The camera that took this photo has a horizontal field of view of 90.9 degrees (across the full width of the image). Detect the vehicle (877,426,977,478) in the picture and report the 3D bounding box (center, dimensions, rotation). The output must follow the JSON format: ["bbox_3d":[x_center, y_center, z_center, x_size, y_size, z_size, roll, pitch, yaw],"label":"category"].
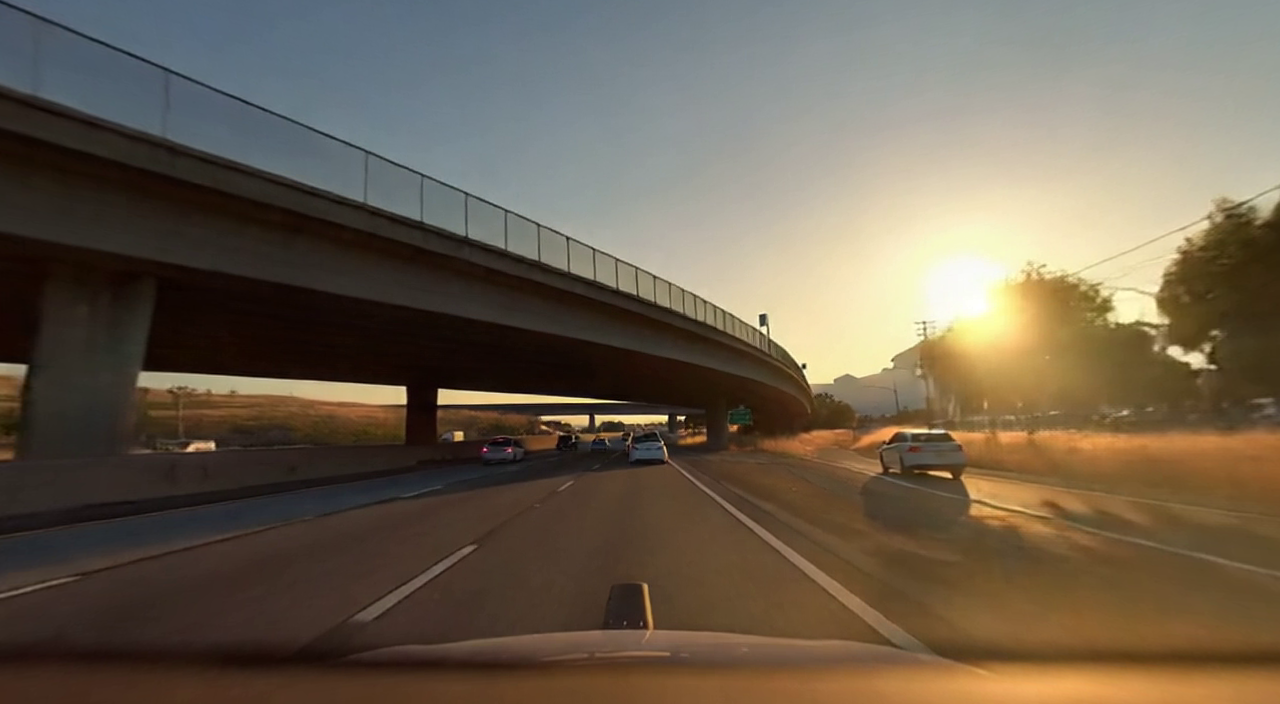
[{"bbox_3d":[10.539,3.705,23.607,2.095,1.674,4.530,1,-8,7],"label":"vehicle"}]

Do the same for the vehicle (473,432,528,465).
[{"bbox_3d":[-7.614,5.336,34.931,2.067,1.682,4.388,0,-8,0],"label":"vehicle"}]

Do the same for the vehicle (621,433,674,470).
[{"bbox_3d":[0.266,4.368,27.847,2.145,1.493,4.146,0,-8,-1],"label":"vehicle"}]
